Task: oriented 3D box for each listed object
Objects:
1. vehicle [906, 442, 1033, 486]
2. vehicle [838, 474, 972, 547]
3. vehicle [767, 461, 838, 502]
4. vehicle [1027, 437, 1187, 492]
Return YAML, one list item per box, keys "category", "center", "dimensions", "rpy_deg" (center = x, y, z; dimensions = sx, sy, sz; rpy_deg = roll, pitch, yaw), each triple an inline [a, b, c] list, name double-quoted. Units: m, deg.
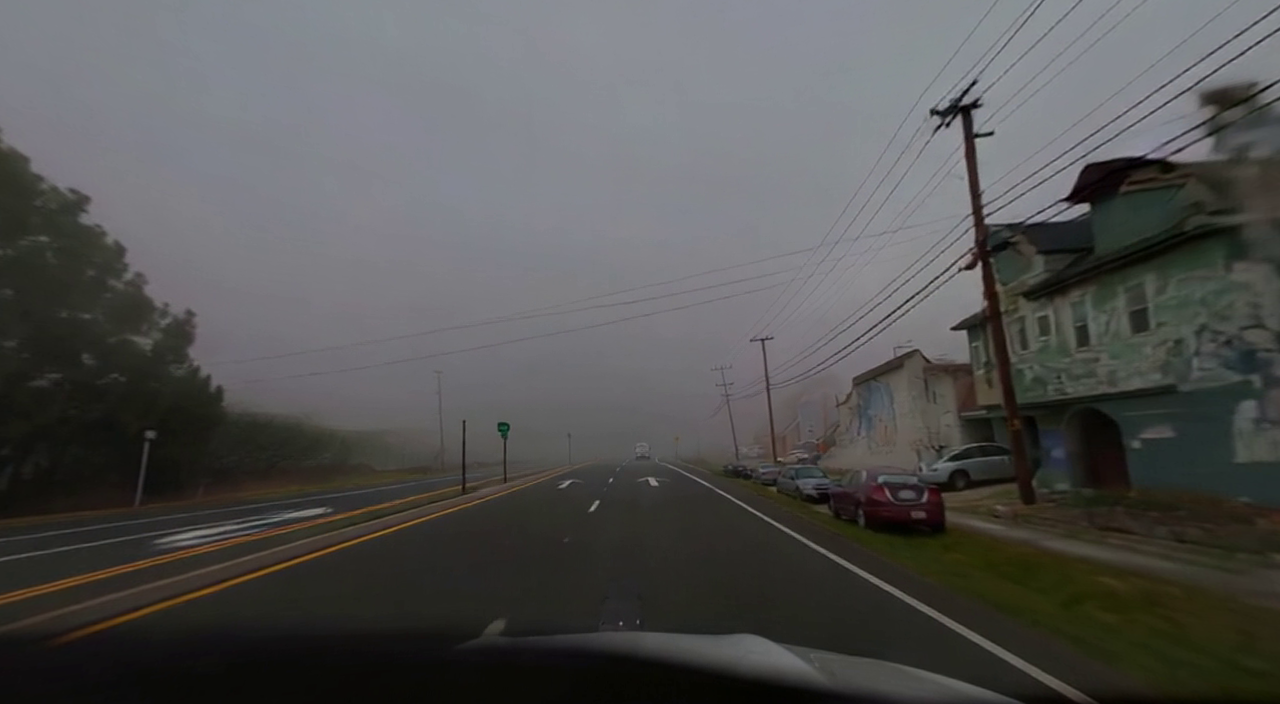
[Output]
- category: "vehicle"
  center: [15.257, 5.178, 29.431]
  dimensions: [4.798, 1.934, 1.908]
  rpy_deg: [0, -9, 0]
- category: "vehicle"
  center: [6.688, 4.013, 16.478]
  dimensions: [1.781, 1.432, 4.169]
  rpy_deg: [-1, -9, 2]
- category: "vehicle"
  center: [6.924, 5.542, 27.359]
  dimensions: [1.838, 1.475, 4.152]
  rpy_deg: [0, -9, -1]
- category: "vehicle"
  center: [16.473, 3.977, 22.452]
  dimensions: [4.087, 1.834, 1.939]
  rpy_deg: [0, -9, -2]
